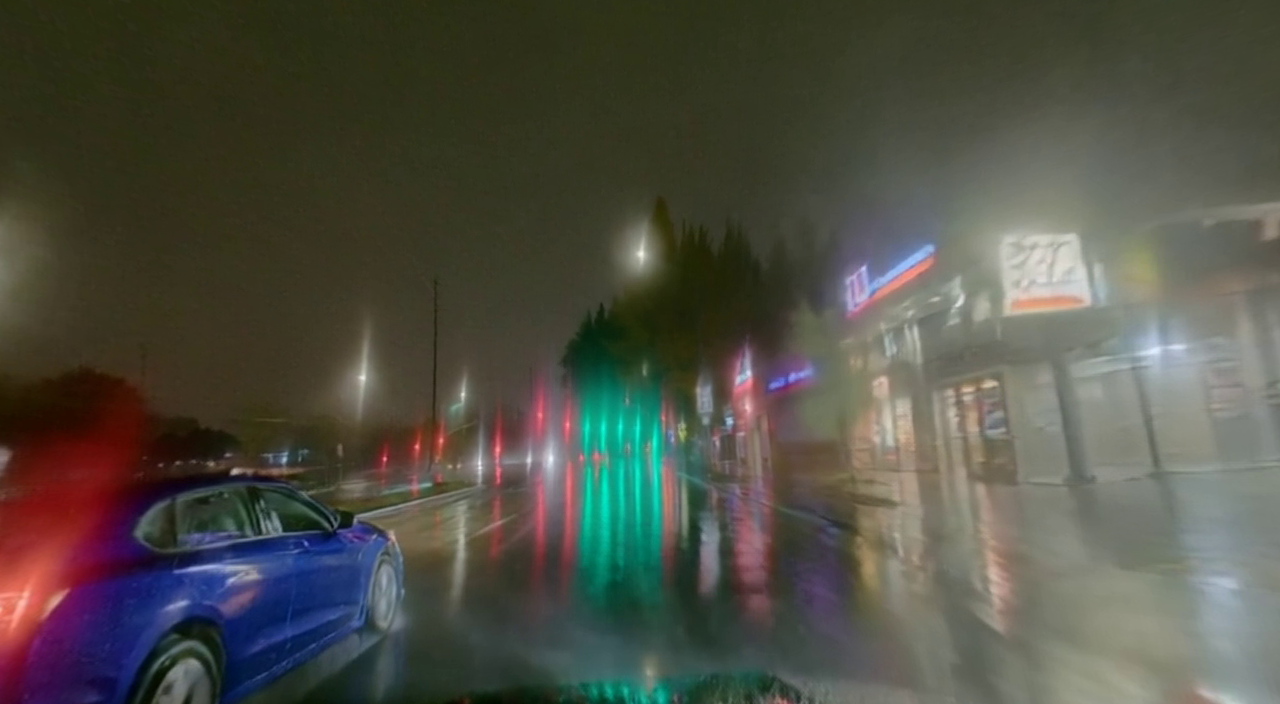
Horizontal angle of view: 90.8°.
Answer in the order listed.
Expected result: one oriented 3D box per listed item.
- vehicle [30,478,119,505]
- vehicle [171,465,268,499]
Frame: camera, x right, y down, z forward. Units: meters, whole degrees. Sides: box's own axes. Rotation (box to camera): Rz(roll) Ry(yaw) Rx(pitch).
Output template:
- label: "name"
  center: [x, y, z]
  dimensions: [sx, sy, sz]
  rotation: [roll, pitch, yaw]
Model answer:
- label: "vehicle"
  center: [-39.341, 9.706, 44.104]
  dimensions: [1.992, 1.453, 4.696]
  rotation: [0, -8, -2]
- label: "vehicle"
  center: [-22.550, 6.941, 34.142]
  dimensions: [2.127, 1.538, 4.558]
  rotation: [0, -8, 0]
